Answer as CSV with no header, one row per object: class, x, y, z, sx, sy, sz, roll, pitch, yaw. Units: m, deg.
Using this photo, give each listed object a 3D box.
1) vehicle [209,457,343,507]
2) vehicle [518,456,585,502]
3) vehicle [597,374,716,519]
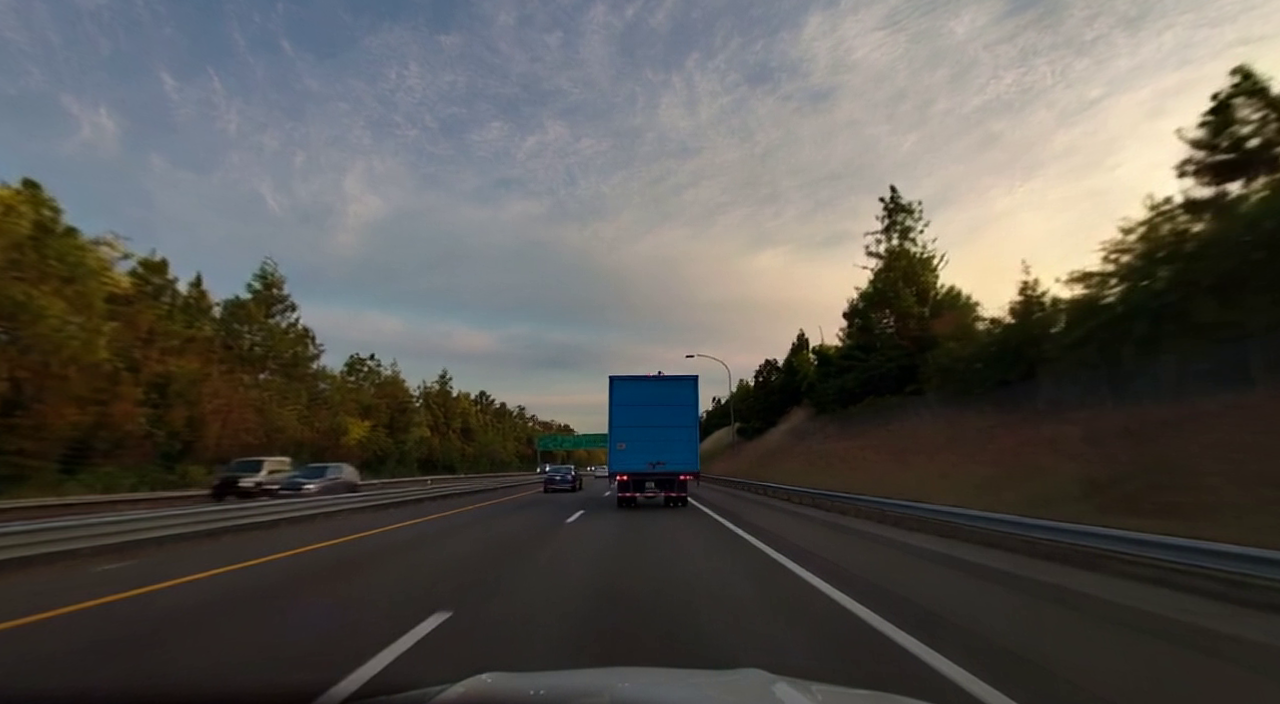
vehicle,-12.757,4.583,22.503,1.949,1.533,4.662,1,-10,0
vehicle,-3.491,5.168,25.866,2.076,1.691,4.555,1,-10,0
vehicle,0.384,3.263,20.921,3.008,3.678,9.512,1,-10,0
